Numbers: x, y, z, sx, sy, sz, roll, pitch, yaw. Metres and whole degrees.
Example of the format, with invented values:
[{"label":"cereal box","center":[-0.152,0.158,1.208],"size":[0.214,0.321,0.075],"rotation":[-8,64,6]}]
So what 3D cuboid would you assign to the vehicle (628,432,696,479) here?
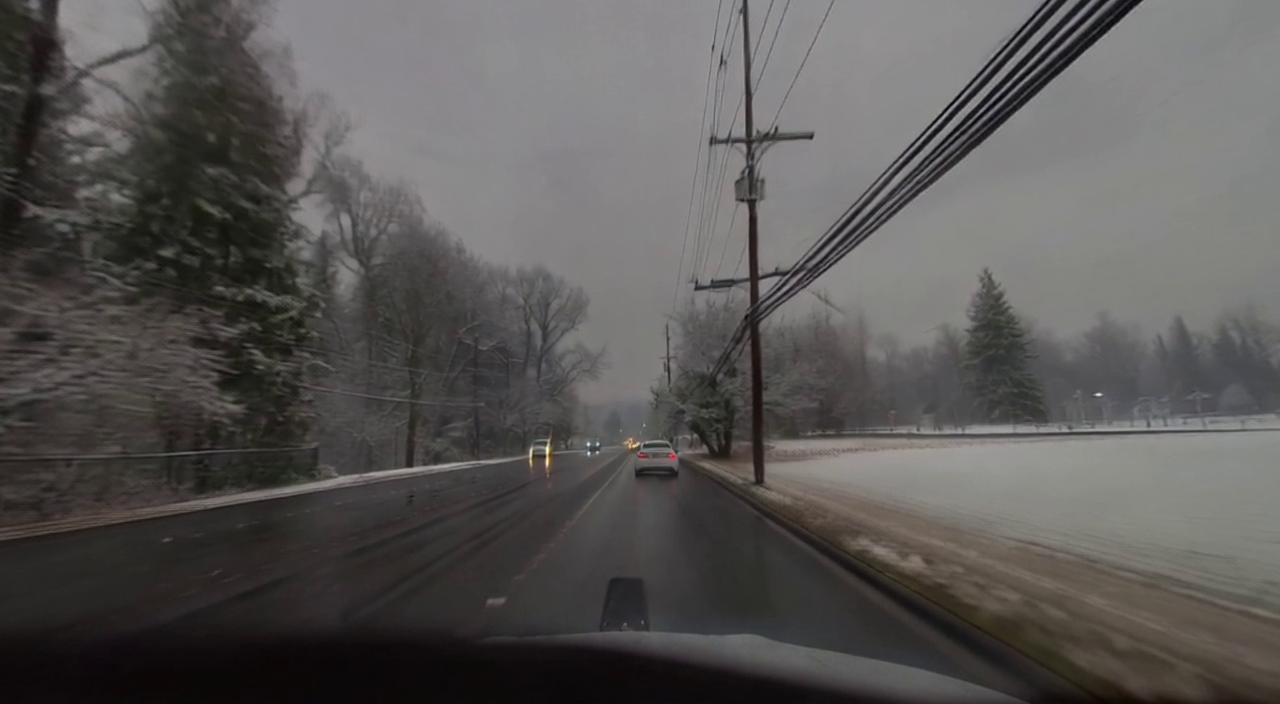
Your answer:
[{"label":"vehicle","center":[0.713,3.613,22.286],"size":[2.153,1.461,4.374],"rotation":[-1,-8,0]}]
